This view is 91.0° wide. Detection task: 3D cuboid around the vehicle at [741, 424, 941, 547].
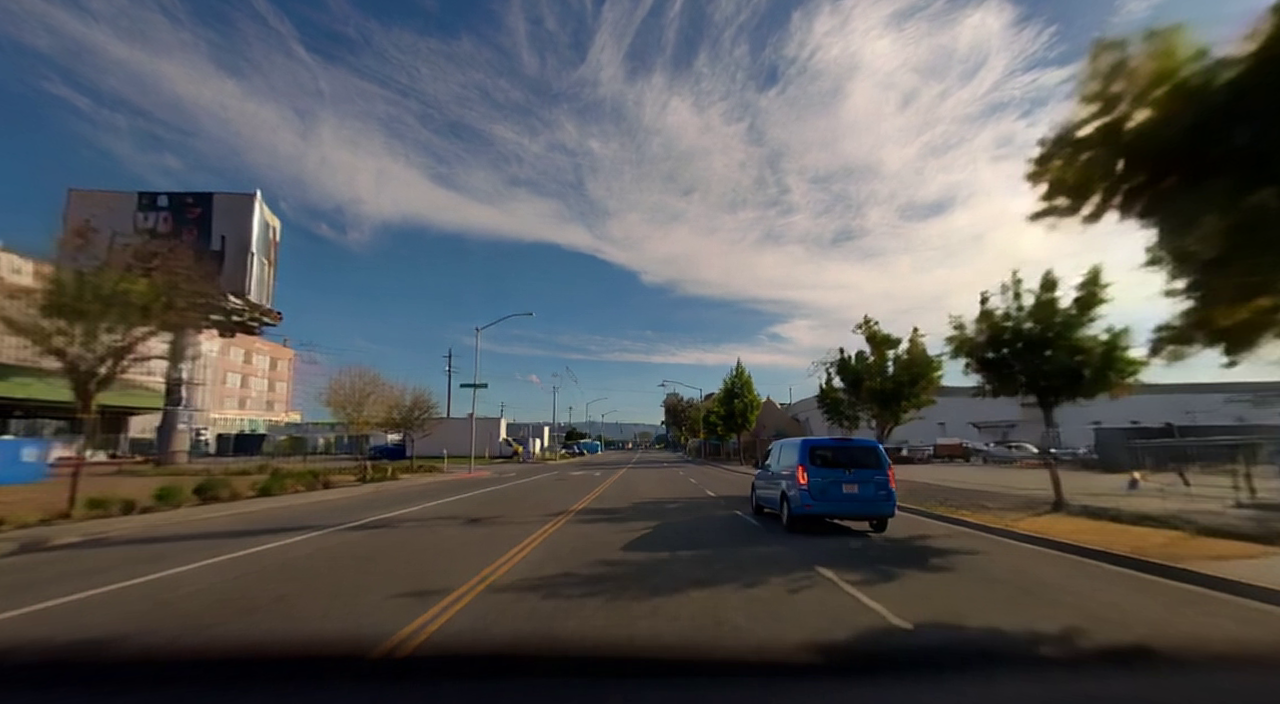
[{"bbox_3d":[3.432,2.380,11.989,2.202,1.822,4.826,0,-9,0],"label":"vehicle"}]
